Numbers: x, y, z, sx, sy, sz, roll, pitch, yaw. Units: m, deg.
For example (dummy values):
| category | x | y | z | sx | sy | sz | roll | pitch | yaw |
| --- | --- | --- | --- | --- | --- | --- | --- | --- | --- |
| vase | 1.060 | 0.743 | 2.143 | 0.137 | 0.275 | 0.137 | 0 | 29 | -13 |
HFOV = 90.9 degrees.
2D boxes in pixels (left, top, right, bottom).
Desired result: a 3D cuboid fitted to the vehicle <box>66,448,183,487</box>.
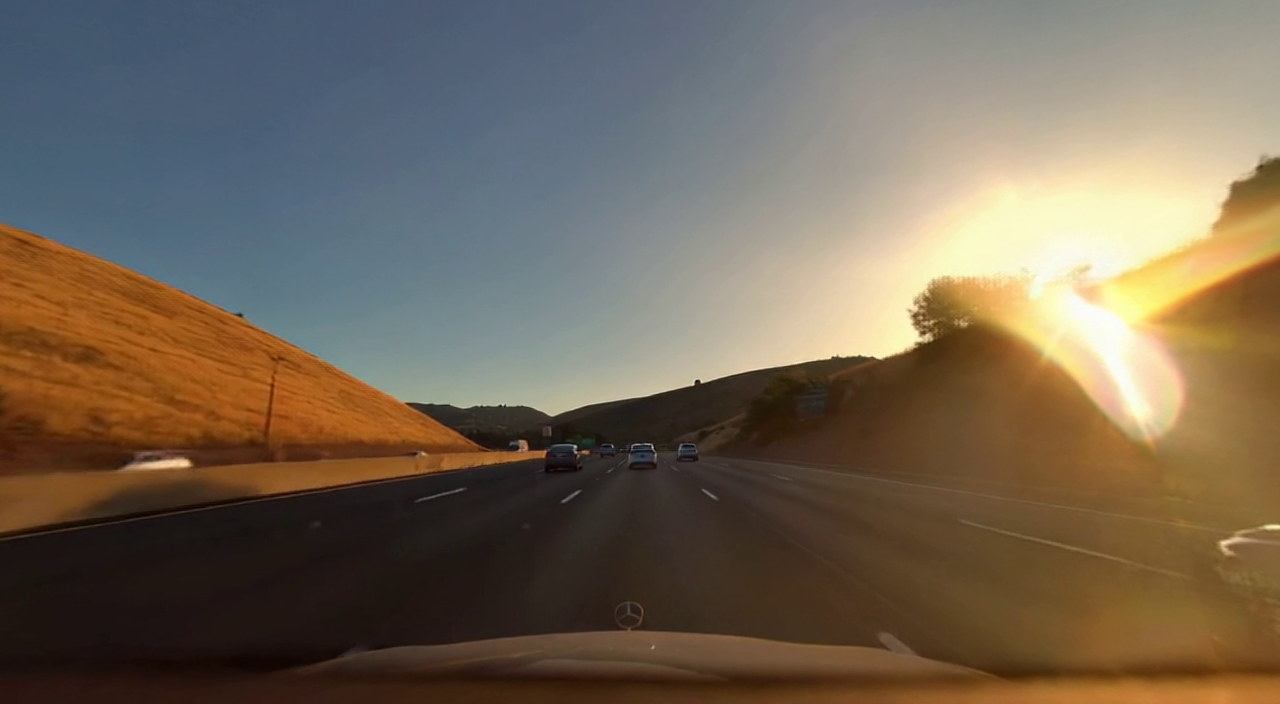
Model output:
| category | x | y | z | sx | sy | sz | roll | pitch | yaw |
| --- | --- | --- | --- | --- | --- | --- | --- | --- | --- |
| vehicle | -19.106 | 4.263 | 23.554 | 1.520 | 1.343 | 3.294 | 0 | -9 | 0 |

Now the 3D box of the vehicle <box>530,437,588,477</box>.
| category | x | y | z | sx | sy | sz | roll | pitch | yaw |
| --- | --- | --- | --- | --- | --- | --- | --- | --- | --- |
| vehicle | -3.654 | 4.831 | 29.249 | 2.076 | 1.690 | 4.113 | 0 | -8 | 1 |

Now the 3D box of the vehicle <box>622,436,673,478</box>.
| category | x | y | z | sx | sy | sz | roll | pitch | yaw |
| --- | --- | --- | --- | --- | --- | --- | --- | --- | --- |
| vehicle | 0.312 | 4.599 | 27.875 | 2.086 | 1.685 | 4.206 | 0 | -8 | 0 |
